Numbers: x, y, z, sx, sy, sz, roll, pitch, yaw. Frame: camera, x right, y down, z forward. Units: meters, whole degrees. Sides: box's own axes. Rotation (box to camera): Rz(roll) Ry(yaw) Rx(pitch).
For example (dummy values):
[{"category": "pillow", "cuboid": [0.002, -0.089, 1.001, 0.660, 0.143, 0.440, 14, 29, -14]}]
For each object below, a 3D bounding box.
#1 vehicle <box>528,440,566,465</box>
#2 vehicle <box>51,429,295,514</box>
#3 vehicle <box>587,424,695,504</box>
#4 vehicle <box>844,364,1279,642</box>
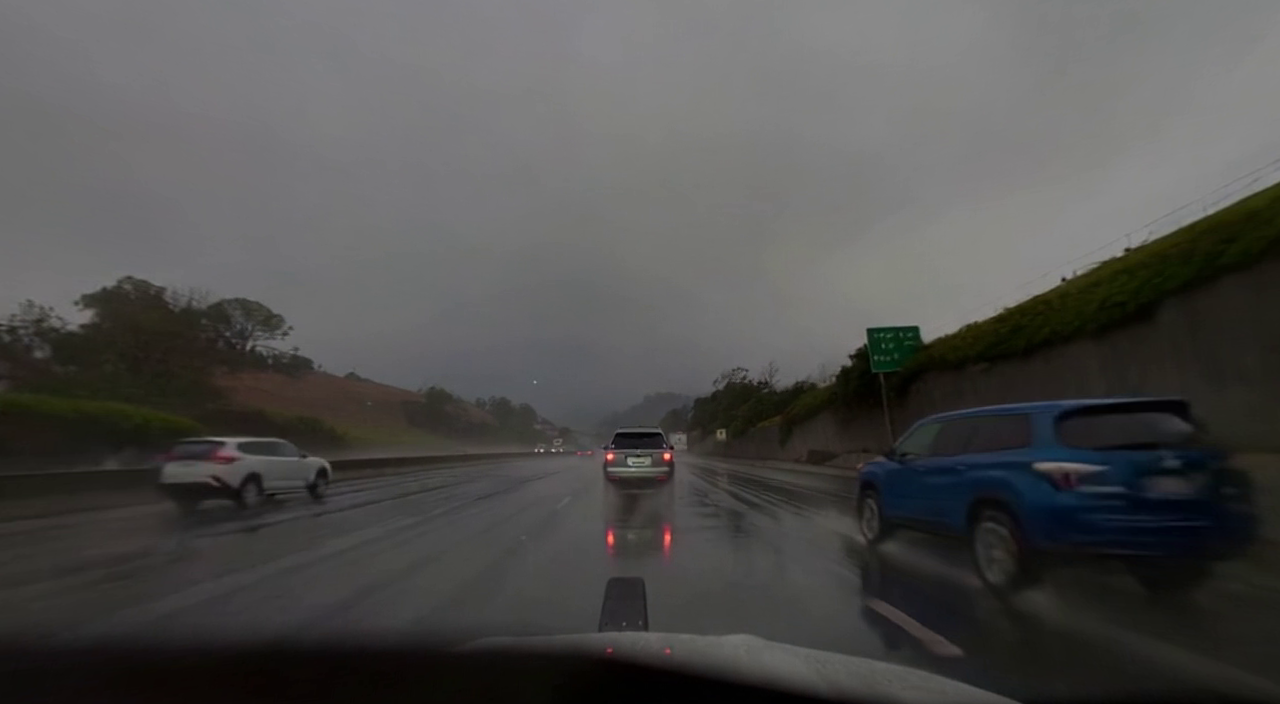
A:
[{"category": "vehicle", "cuboid": [-6.751, 7.386, 46.445, 2.024, 1.706, 4.462, 0, -9, 1]}, {"category": "vehicle", "cuboid": [-11.268, 2.913, 15.910, 2.223, 1.781, 5.098, 0, -9, 0]}, {"category": "vehicle", "cuboid": [0.051, 2.868, 16.535, 2.447, 1.804, 4.273, 0, -9, 1]}, {"category": "vehicle", "cuboid": [4.395, 1.436, 7.189, 2.204, 1.852, 5.845, 0, -9, 0]}]
